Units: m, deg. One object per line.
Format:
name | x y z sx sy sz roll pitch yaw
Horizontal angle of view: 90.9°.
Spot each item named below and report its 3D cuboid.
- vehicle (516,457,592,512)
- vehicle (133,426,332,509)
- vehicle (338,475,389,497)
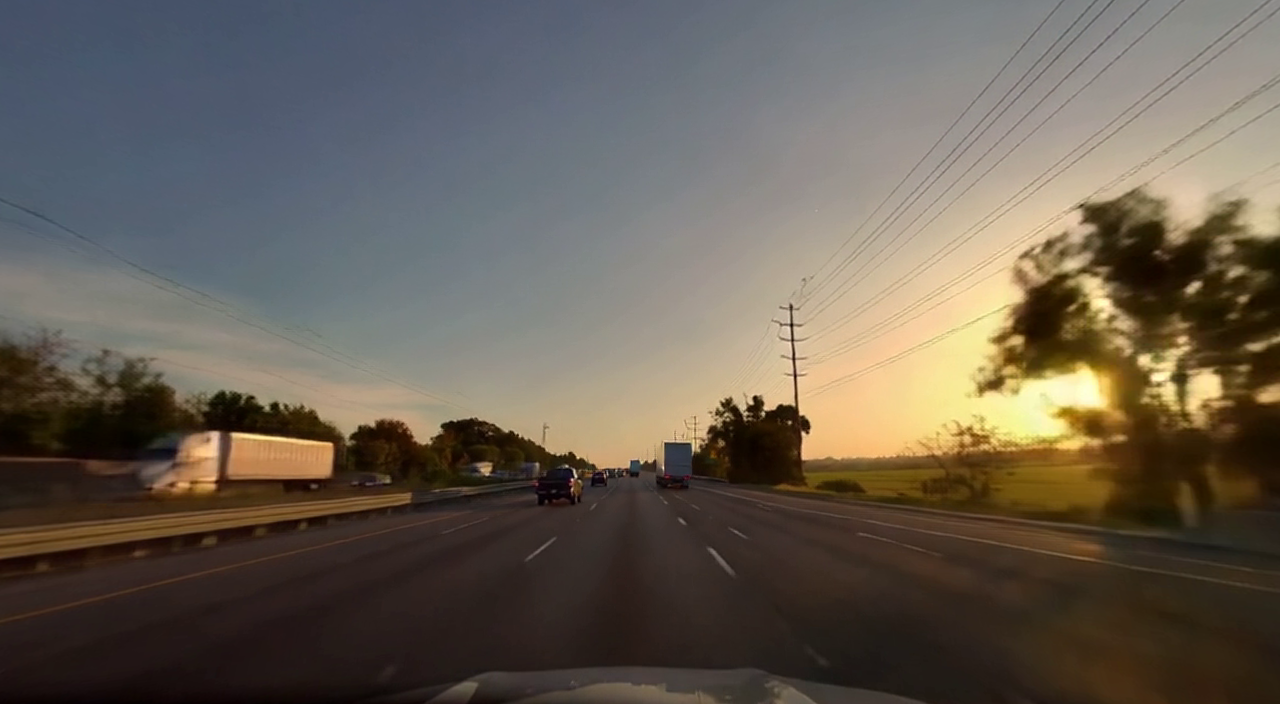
vehicle | -2.964 4.720 22.659 2.065 1.722 4.441 1 -11 0
vehicle | -24.071 7.172 39.068 2.885 4.090 14.510 1 -11 -1
vehicle | -19.563 9.473 44.730 1.772 1.422 3.952 1 -11 0
